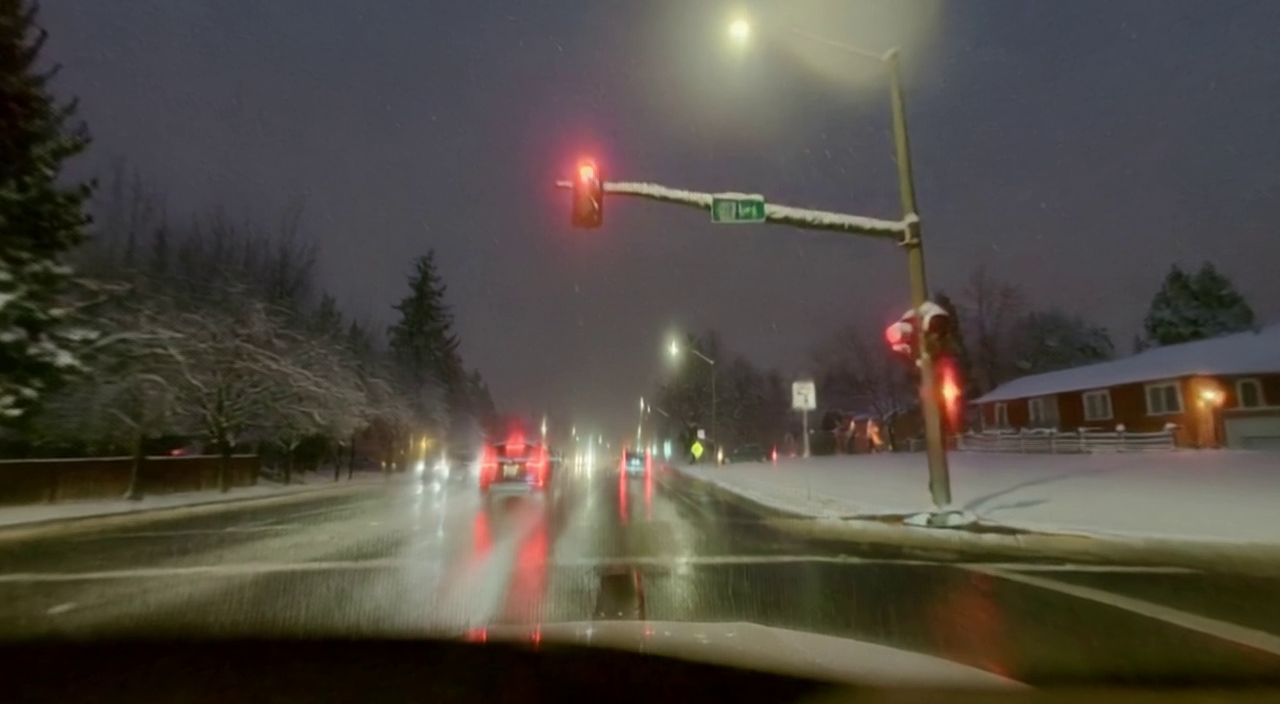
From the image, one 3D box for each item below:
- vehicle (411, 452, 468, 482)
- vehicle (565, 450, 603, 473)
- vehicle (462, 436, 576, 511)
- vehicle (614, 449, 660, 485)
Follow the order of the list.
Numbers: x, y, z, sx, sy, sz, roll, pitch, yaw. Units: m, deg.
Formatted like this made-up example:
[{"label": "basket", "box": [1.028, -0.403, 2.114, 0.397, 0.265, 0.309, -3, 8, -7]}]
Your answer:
[{"label": "vehicle", "box": [-12.823, 7.398, 40.748, 2.034, 1.661, 4.686, -4, -10, 2]}, {"label": "vehicle", "box": [-3.847, 7.636, 44.294, 2.268, 1.522, 4.350, 0, -8, 0]}, {"label": "vehicle", "box": [-3.113, 3.234, 17.355, 2.157, 1.771, 4.452, 0, -8, 1]}, {"label": "vehicle", "box": [-0.136, 5.439, 30.139, 2.062, 1.518, 3.901, 0, -8, 0]}]
